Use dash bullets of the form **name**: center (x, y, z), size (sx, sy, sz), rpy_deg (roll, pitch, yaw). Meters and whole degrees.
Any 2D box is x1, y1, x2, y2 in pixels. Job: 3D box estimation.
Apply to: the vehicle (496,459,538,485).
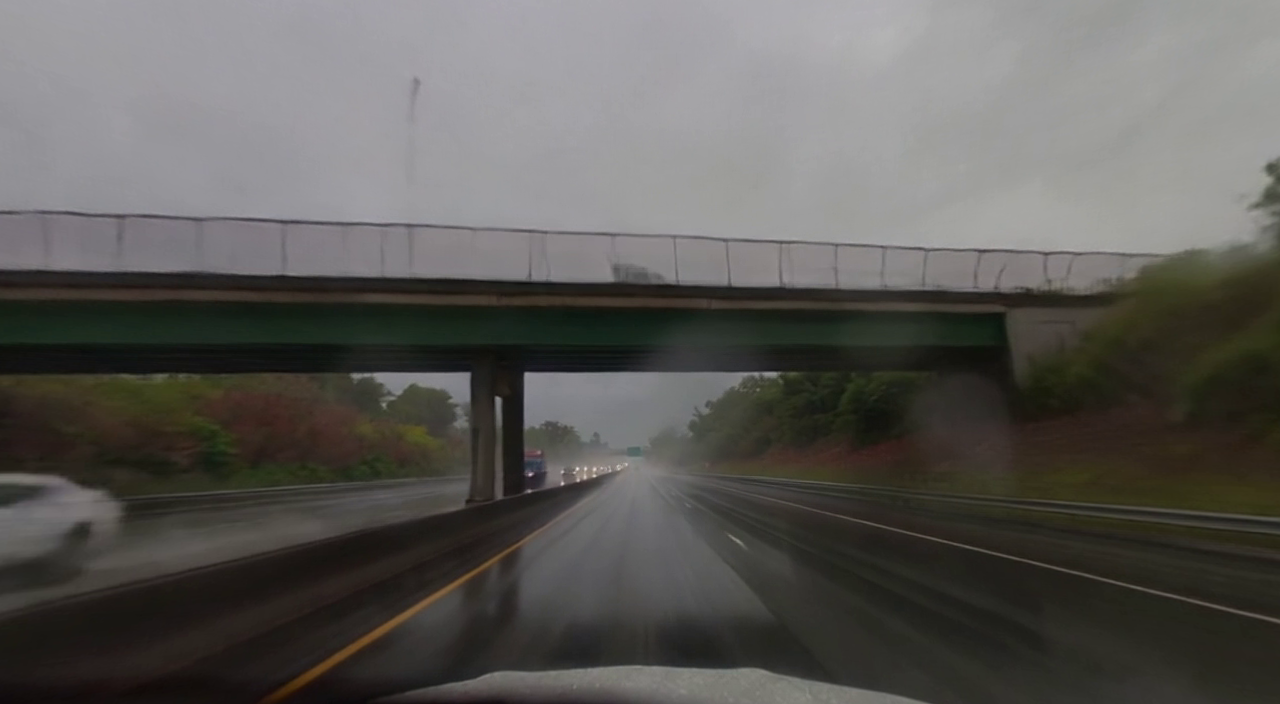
- **vehicle**: center (-9.228, 9.061, 47.581), size (2.142, 1.773, 4.793), rpy_deg (1, -10, 0)
